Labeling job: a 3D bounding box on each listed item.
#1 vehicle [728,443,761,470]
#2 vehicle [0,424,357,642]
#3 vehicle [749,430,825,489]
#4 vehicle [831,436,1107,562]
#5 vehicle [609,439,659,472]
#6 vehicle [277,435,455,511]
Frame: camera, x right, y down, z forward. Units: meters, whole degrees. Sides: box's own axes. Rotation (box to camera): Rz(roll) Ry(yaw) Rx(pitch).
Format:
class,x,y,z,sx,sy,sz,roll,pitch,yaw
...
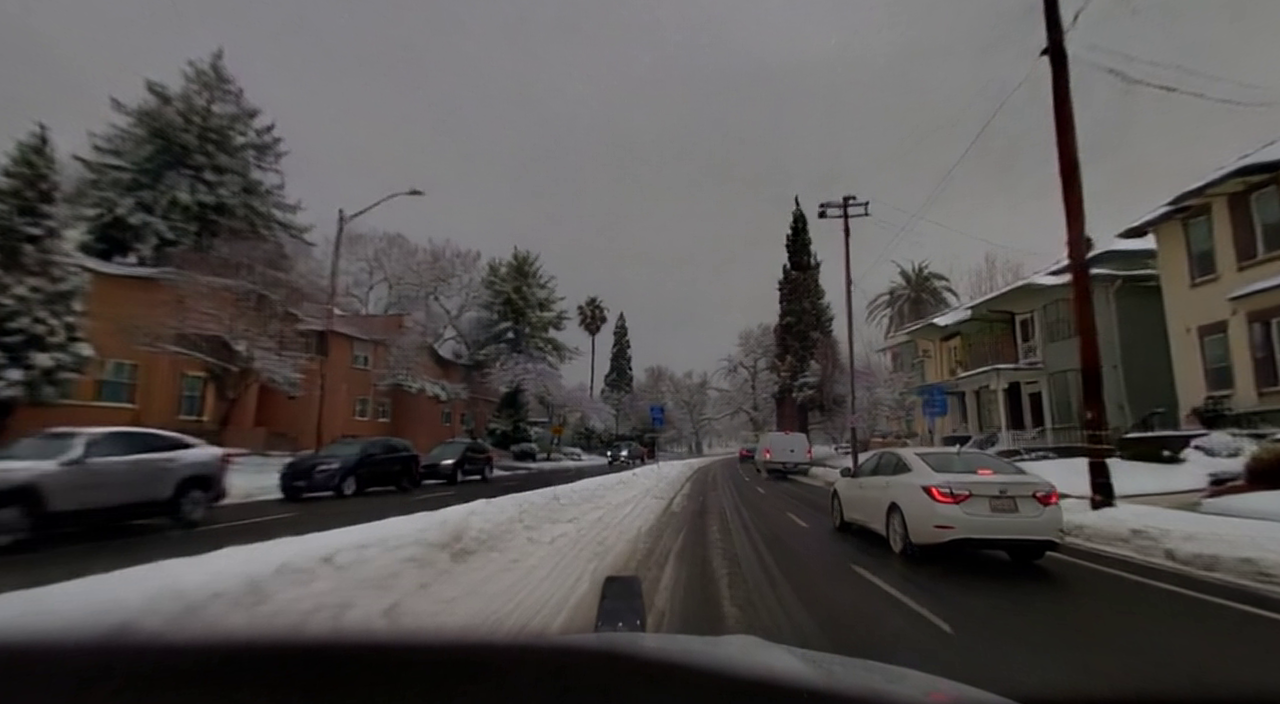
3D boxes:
class,x,y,z,sx,sy,sz,roll,pitch,yaw
vehicle,6.528,6.487,39.381,1.923,1.576,4.026,-1,-9,10
vehicle,-5.236,1.537,6.613,2.081,1.453,4.698,-3,-6,6
vehicle,5.451,4.061,24.076,2.109,2.002,4.424,0,-9,4
vehicle,4.876,2.221,10.349,2.096,1.552,4.519,1,-9,0
vehicle,-0.326,6.717,41.368,2.069,1.820,4.388,-4,-7,16
vehicle,-6.683,2.958,16.069,2.023,1.518,4.388,-3,-7,10
